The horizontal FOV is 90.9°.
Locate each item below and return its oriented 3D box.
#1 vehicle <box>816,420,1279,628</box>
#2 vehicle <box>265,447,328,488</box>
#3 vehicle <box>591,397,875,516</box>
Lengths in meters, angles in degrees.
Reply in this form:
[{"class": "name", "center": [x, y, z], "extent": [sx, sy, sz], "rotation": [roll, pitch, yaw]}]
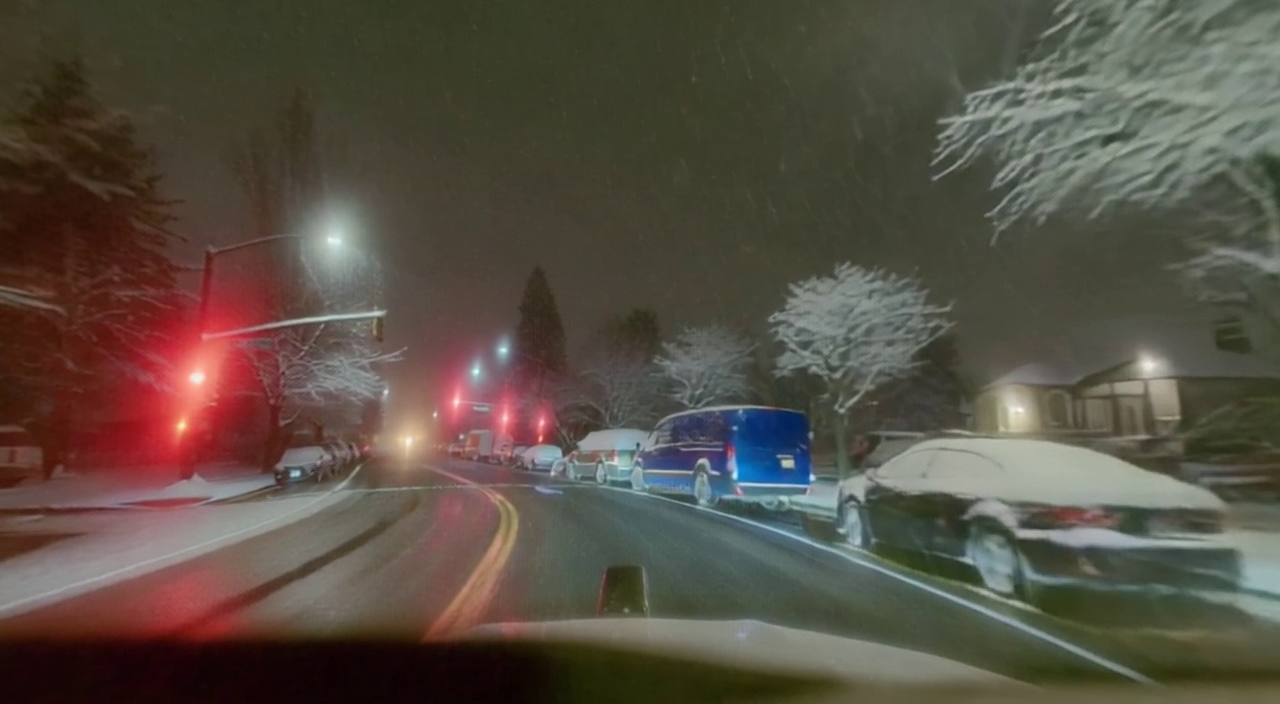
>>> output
[{"class": "vehicle", "center": [3.817, 1.579, 6.958], "extent": [1.957, 1.479, 4.554], "rotation": [1, -8, -7]}, {"class": "vehicle", "center": [-14.317, 4.778, 26.494], "extent": [1.950, 1.489, 4.214], "rotation": [2, -9, -24]}, {"class": "vehicle", "center": [1.508, 2.727, 17.000], "extent": [3.041, 2.164, 10.370], "rotation": [2, -9, -19]}]
